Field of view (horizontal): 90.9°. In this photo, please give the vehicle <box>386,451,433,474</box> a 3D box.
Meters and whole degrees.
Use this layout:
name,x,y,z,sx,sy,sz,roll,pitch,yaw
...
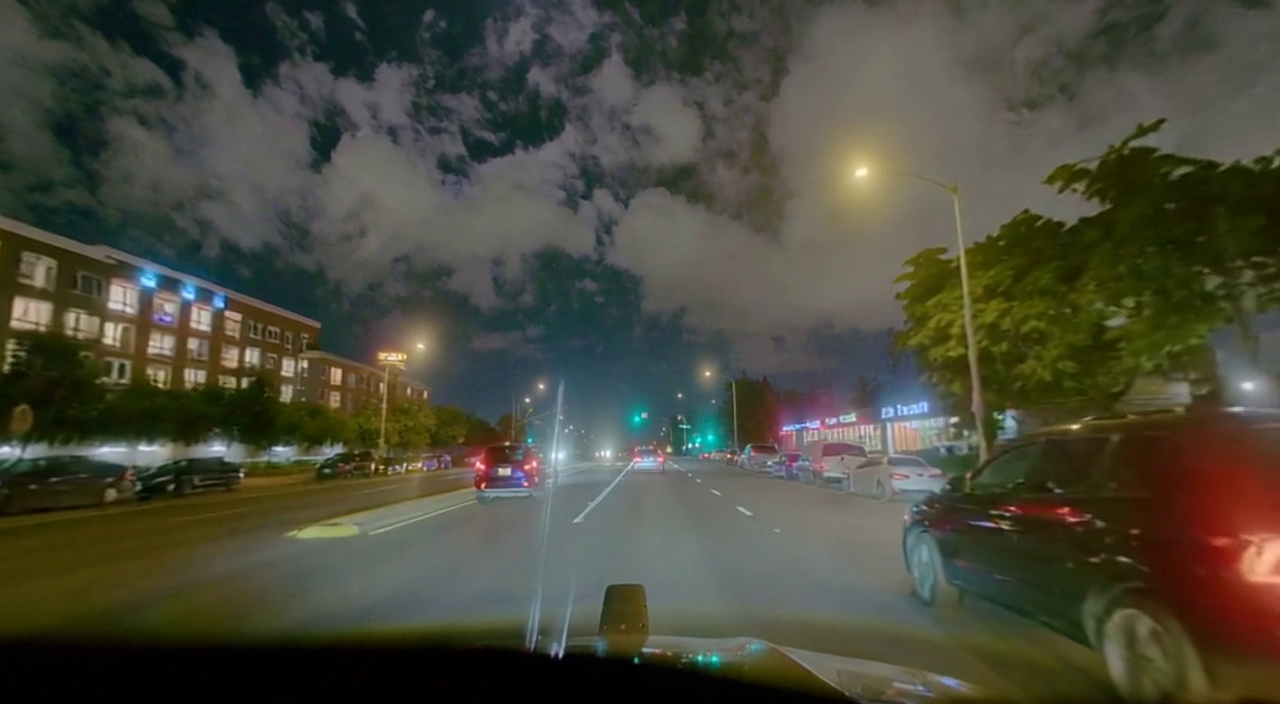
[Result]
name,x,y,z,sx,sy,sz,roll,pitch,yaw
vehicle,-16.627,7.969,45.695,1.854,1.466,4.377,-2,-8,0

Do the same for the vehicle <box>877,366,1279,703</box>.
name,x,y,z,sx,sy,sz,roll,pitch,yaw
vehicle,3.328,1.143,4.159,1.987,1.637,3.896,0,-9,0

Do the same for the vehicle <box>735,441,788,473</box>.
name,x,y,z,sx,sy,sz,roll,pitch,yaw
vehicle,7.312,6.406,38.563,2.207,1.789,5.099,0,-9,0

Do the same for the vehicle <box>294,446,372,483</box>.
name,x,y,z,sx,sy,sz,roll,pitch,yaw
vehicle,-16.719,6.083,34.583,2.089,1.756,4.486,-2,-8,-1

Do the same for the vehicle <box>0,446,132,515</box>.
name,x,y,z,sx,sy,sz,roll,pitch,yaw
vehicle,-17.043,3.483,17.298,2.121,1.678,4.936,-2,-8,-1

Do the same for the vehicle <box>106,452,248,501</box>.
name,x,y,z,sx,sy,sz,roll,pitch,yaw
vehicle,-17.053,4.549,23.543,1.915,1.497,4.445,-2,-8,1

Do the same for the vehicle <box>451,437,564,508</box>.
name,x,y,z,sx,sy,sz,roll,pitch,yaw
vehicle,-3.111,2.914,15.729,1.860,1.510,4.073,-1,-9,1

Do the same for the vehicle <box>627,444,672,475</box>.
name,x,y,z,sx,sy,sz,roll,pitch,yaw
vehicle,0.462,5.353,31.627,2.103,1.468,4.094,0,-9,1
